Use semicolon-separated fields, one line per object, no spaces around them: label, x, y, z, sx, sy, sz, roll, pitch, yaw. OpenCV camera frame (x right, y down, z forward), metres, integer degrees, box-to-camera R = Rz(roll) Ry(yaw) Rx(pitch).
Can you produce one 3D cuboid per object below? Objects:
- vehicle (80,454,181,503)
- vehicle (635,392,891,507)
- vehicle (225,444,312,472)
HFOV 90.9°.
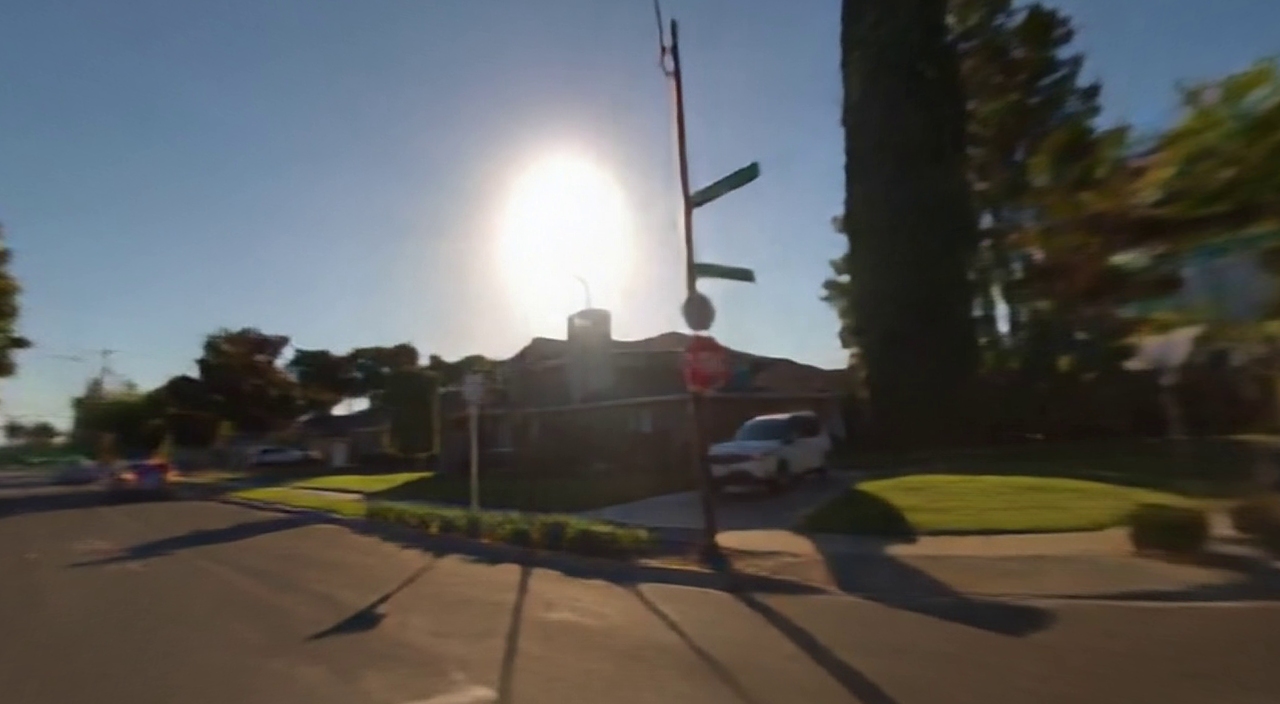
vehicle;-18.799;4.562;23.192;4.578;1.524;1.979;-7;-11;41
vehicle;2.873;1.889;13.448;5.980;1.915;2.286;4;-8;-44
vehicle;-21.202;6.013;36.023;1.855;1.512;3.827;-8;-11;42
